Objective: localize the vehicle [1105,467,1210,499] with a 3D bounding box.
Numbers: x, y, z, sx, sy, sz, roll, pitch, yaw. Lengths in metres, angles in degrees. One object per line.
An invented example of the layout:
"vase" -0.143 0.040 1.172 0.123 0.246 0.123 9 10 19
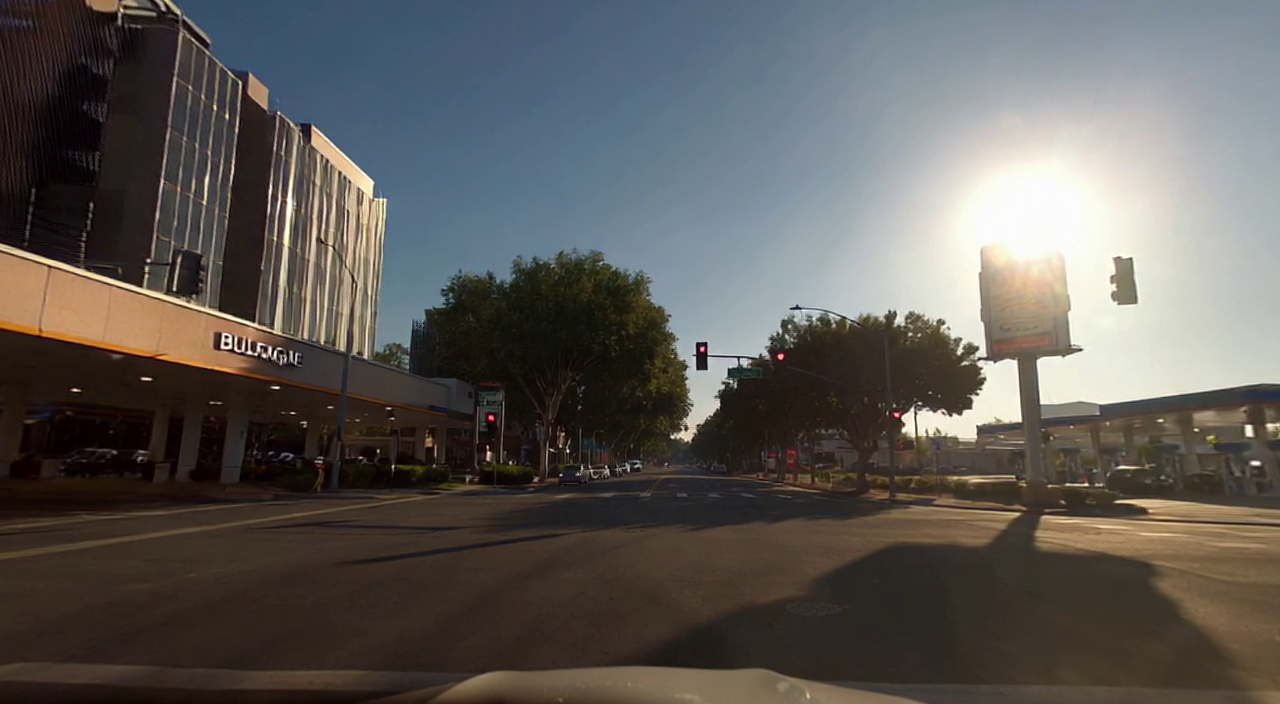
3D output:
"vehicle" 28.022 7.065 34.338 1.897 1.466 4.211 1 -8 -6
